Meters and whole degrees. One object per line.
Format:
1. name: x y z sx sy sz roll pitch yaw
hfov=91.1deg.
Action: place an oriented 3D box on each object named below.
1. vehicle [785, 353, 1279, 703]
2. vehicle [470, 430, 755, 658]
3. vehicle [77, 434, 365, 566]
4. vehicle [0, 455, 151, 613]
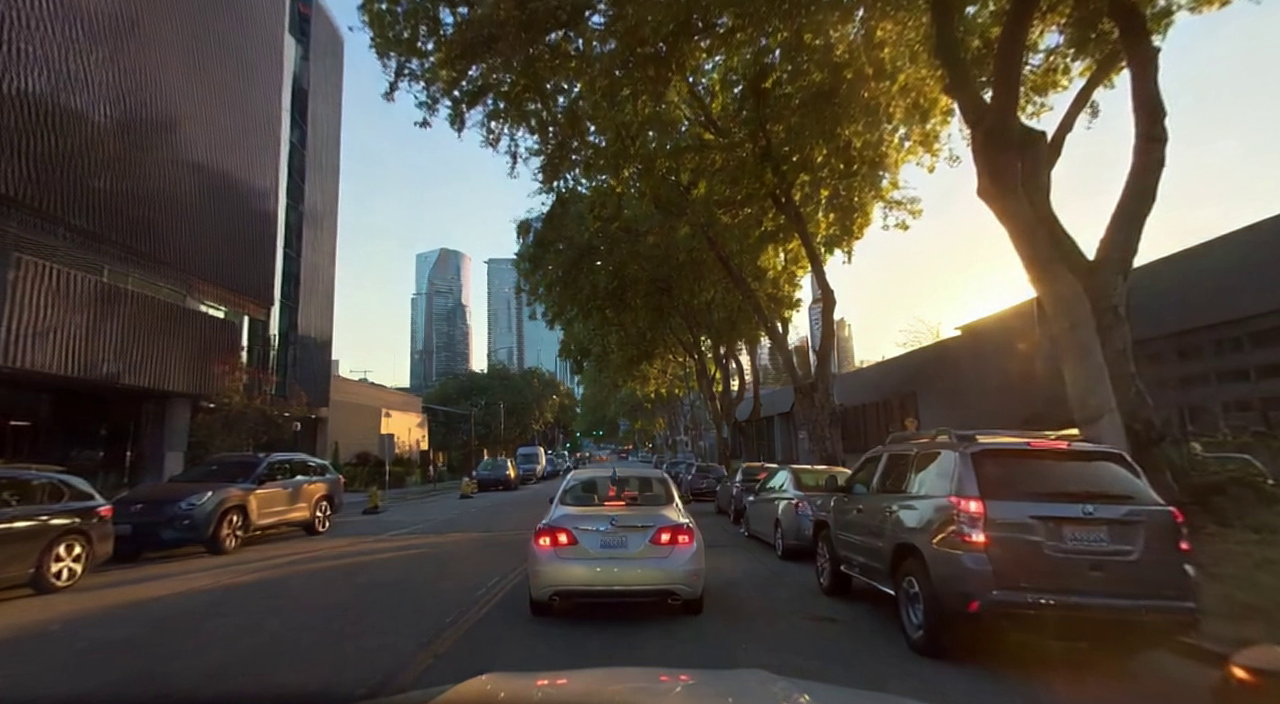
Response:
1. vehicle: 2.713 1.371 5.312 1.868 1.920 4.501 1 -10 0
2. vehicle: -0.175 1.705 6.381 2.018 1.583 3.646 1 -10 1
3. vehicle: -6.826 2.541 11.059 1.994 1.701 4.520 -3 -12 -1
4. vehicle: -6.968 1.631 5.522 1.900 1.471 4.202 1 -10 0
